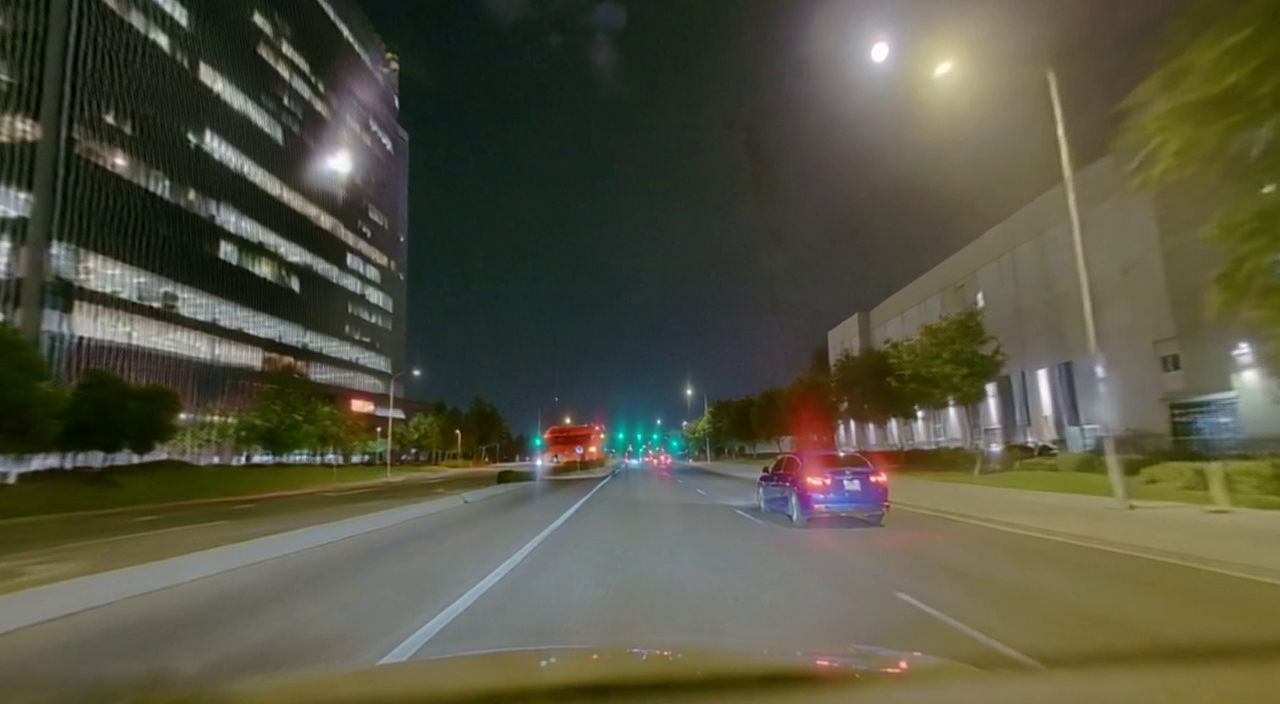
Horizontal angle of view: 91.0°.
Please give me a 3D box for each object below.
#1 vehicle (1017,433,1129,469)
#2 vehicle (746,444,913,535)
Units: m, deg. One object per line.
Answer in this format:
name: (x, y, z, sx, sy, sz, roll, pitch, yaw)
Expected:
vehicle: (20.727, 4.722, 30.247, 3.996, 1.481, 1.853, -2, -7, -1)
vehicle: (3.548, 2.629, 12.708, 1.993, 1.501, 4.127, 0, -9, -1)
